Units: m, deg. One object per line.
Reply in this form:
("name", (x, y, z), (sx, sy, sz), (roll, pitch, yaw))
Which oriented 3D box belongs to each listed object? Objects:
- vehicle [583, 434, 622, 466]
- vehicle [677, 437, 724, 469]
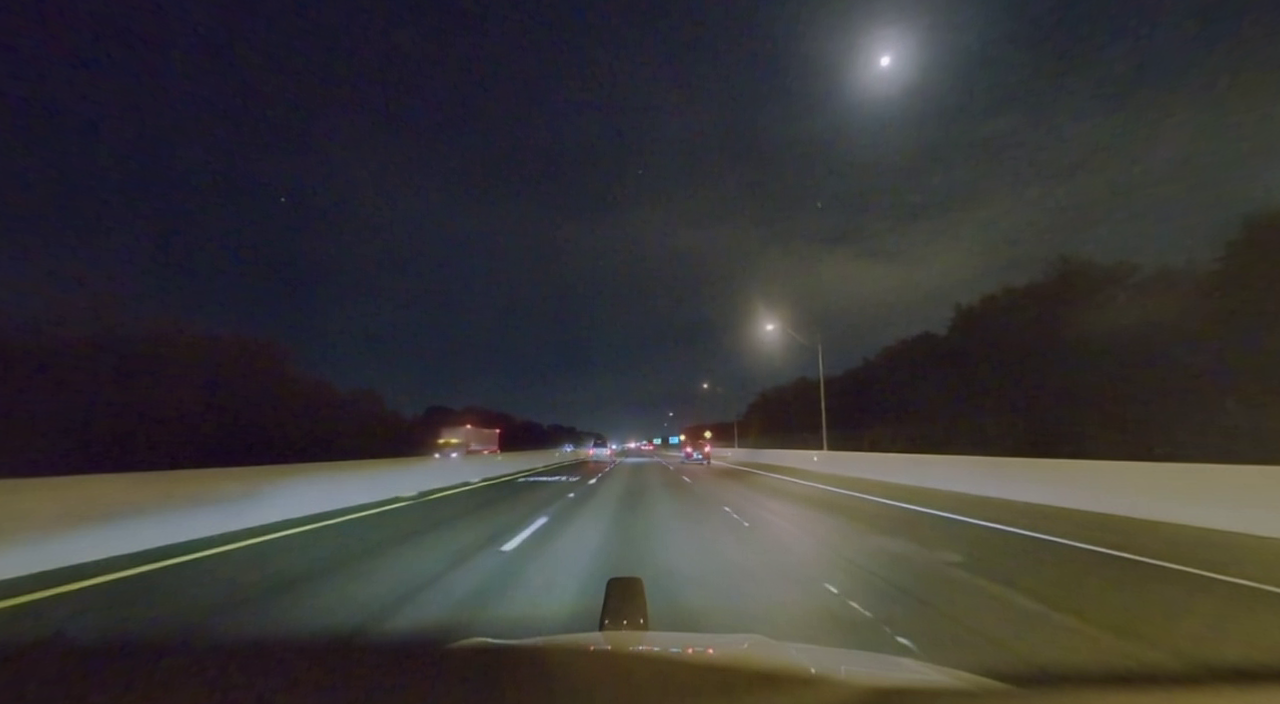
("vehicle", (-2.574, 6.826, 43.876), (2.291, 2.052, 4.887), (0, -9, 2))
("vehicle", (3.295, 5.612, 34.986), (2.202, 1.682, 4.188), (0, -8, 0))
